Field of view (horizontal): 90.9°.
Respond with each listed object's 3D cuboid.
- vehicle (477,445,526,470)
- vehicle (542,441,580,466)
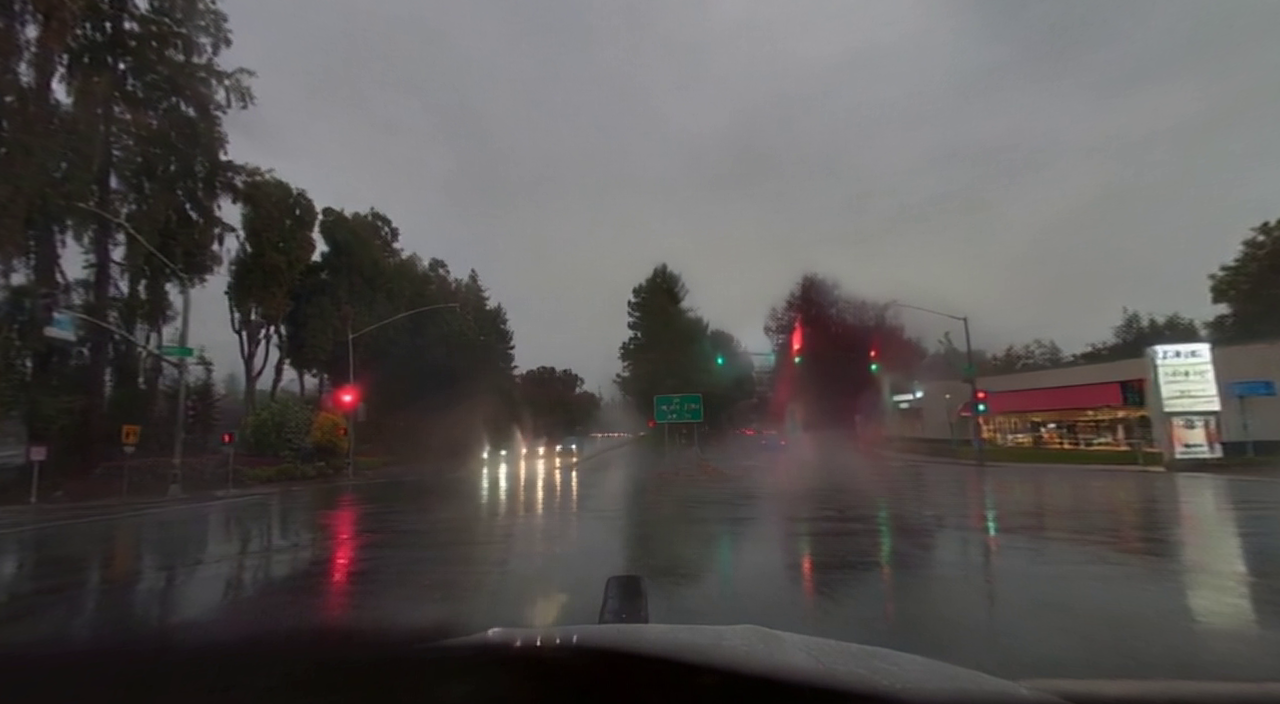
[{"bbox_3d":[-8.952,6.845,41.163,2.111,1.499,4.371,0,-9,1],"label":"vehicle"},{"bbox_3d":[-5.189,6.762,42.066,1.920,1.546,4.086,0,-9,2],"label":"vehicle"}]
